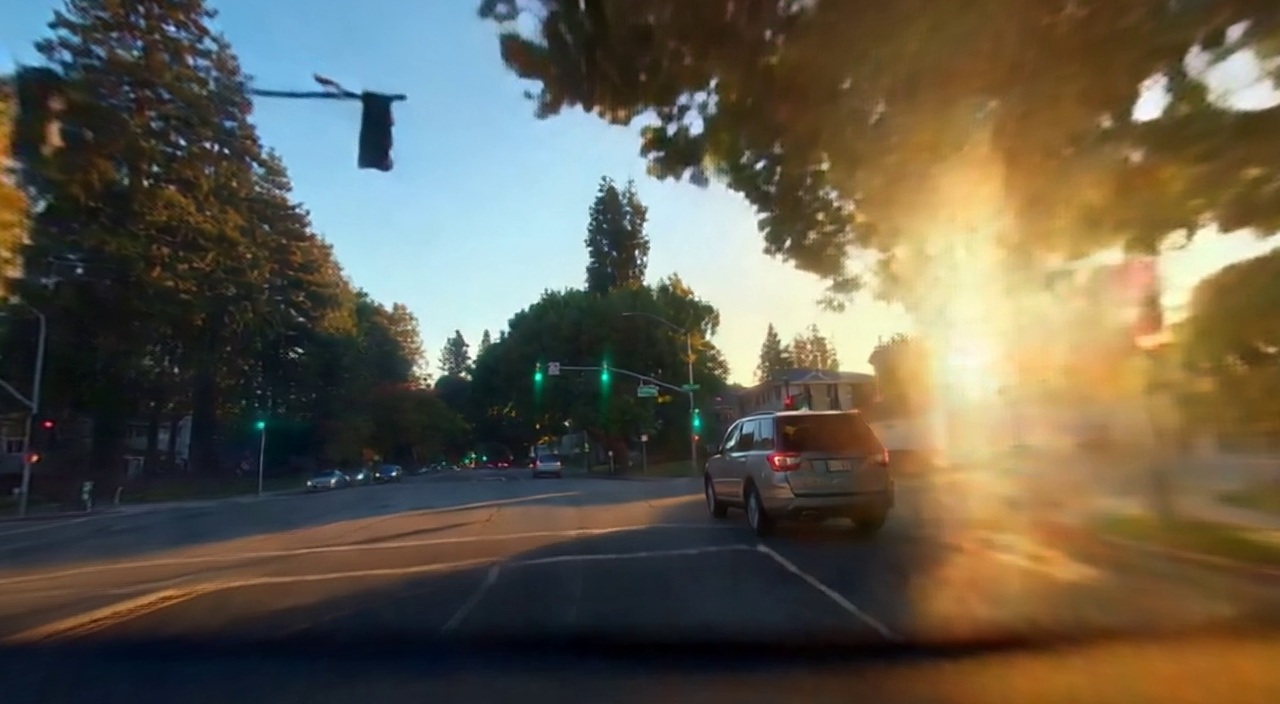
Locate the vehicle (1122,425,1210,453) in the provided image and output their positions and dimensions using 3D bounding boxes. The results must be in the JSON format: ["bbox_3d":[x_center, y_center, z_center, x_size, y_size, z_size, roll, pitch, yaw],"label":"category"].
[{"bbox_3d":[35.283,5.859,42.279,4.533,1.759,2.101,3,-10,-14],"label":"vehicle"}]

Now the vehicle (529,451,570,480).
[{"bbox_3d":[-5.951,7.329,41.038,2.138,1.729,4.178,2,-9,-15],"label":"vehicle"}]

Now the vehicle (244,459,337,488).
[{"bbox_3d":[-26.832,9.335,48.627,5.734,1.950,2.287,1,-9,-13],"label":"vehicle"}]

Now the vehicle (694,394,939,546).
[{"bbox_3d":[2.705,2.032,11.577,2.338,2.063,5.592,0,-9,-6],"label":"vehicle"}]

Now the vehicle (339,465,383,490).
[{"bbox_3d":[-19.658,8.827,44.540,1.965,1.416,4.613,-2,-8,-13],"label":"vehicle"}]

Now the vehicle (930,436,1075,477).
[{"bbox_3d":[13.872,3.986,24.276,4.413,1.449,1.963,1,-9,-7],"label":"vehicle"}]

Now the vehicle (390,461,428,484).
[{"bbox_3d":[-17.061,8.903,46.758,2.035,1.475,4.639,1,-9,-12],"label":"vehicle"}]

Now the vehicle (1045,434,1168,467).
[{"bbox_3d":[22.435,4.757,30.437,4.329,1.462,1.999,-1,-8,1],"label":"vehicle"}]

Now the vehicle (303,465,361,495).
[{"bbox_3d":[-18.813,7.820,38.761,1.955,1.509,4.640,-2,-9,-10],"label":"vehicle"}]
